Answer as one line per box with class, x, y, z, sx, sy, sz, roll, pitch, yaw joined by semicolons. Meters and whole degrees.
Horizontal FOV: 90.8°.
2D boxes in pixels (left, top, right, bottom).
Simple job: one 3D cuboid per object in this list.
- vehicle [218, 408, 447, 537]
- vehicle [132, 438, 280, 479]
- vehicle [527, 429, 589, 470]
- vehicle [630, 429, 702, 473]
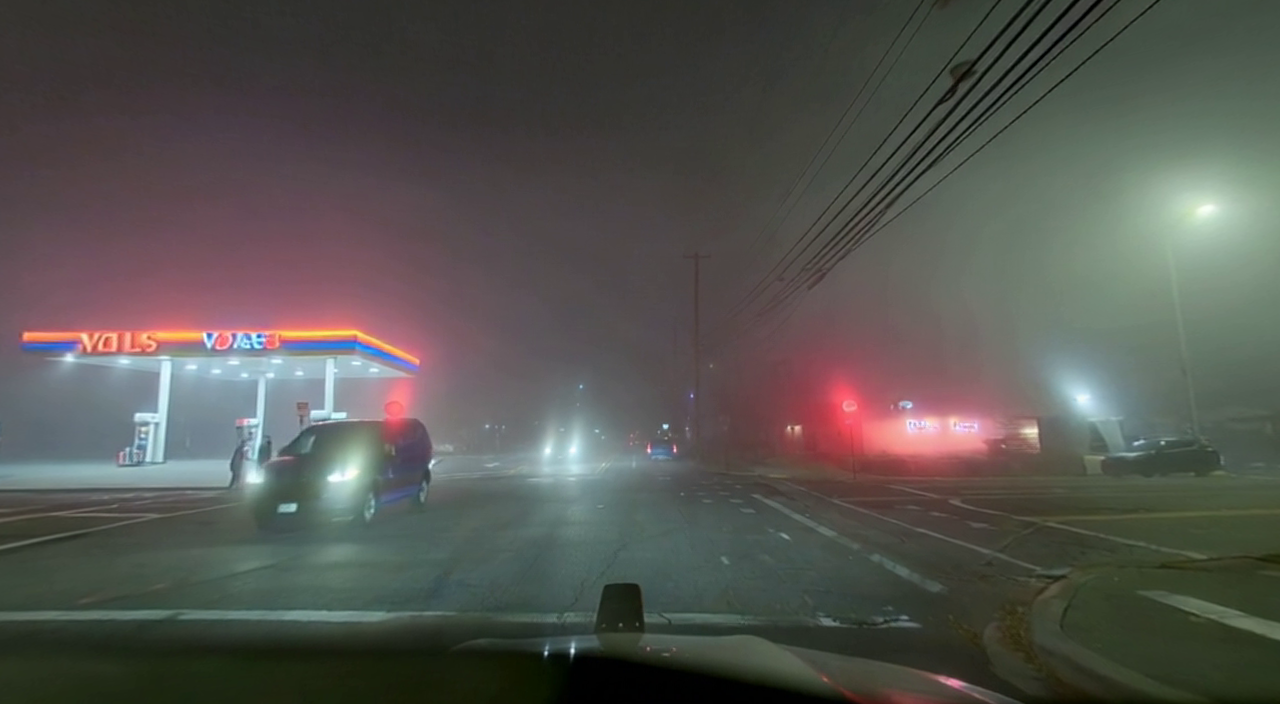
vehicle;-5.387;2.178;12.049;2.222;1.931;4.882;1;-9;-5
vehicle;-17.094;4.167;24.928;5.116;1.487;1.928;-3;-9;17
vehicle;-3.942;4.835;31.324;2.274;1.844;4.843;0;-9;1
vehicle;0.989;4.160;26.683;2.000;1.663;4.271;2;-9;-13
